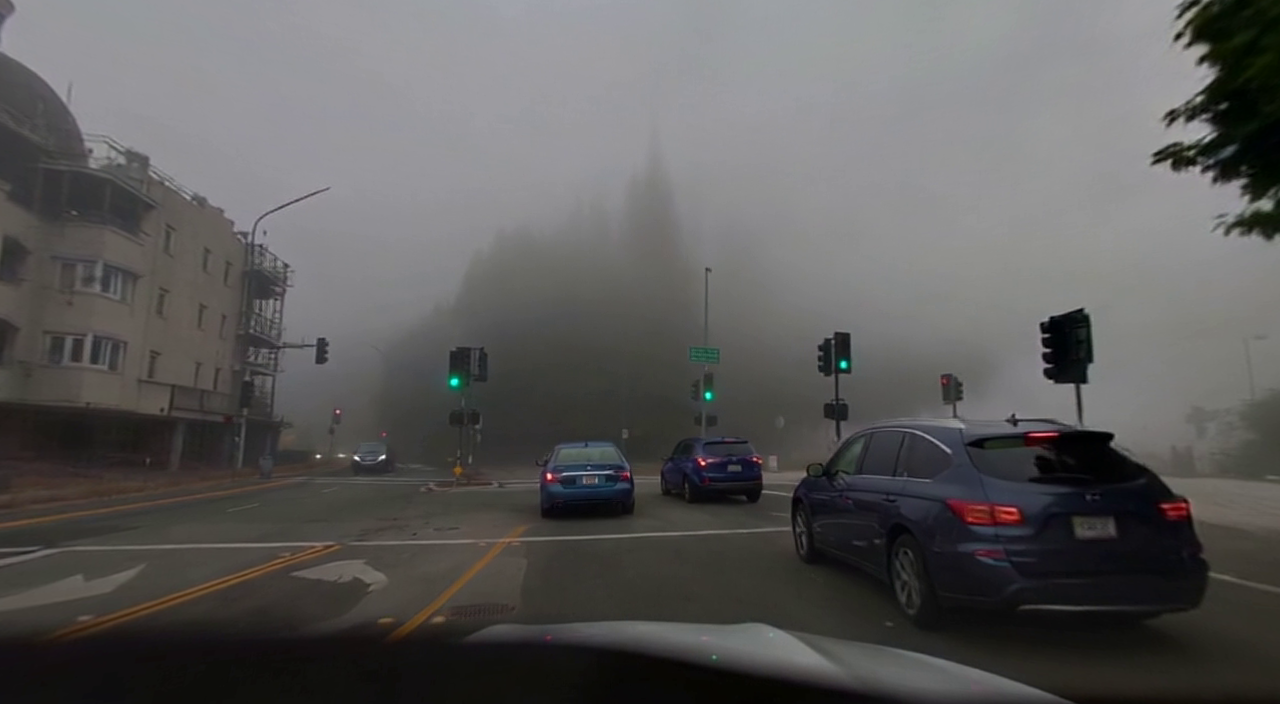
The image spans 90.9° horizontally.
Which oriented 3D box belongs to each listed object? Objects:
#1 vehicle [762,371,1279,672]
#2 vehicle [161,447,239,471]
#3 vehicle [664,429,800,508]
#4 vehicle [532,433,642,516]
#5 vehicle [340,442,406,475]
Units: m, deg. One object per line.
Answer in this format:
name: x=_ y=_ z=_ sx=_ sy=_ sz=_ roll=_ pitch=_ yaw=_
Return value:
vehicle: x=3.026 y=1.363 z=6.300 sx=2.320 sy=1.772 sz=4.872 roll=0 pitch=-9 yaw=-4
vehicle: x=-30.628 y=7.416 z=43.837 sx=4.653 sy=1.459 sz=2.228 roll=-3 pitch=-9 yaw=24
vehicle: x=2.141 y=2.901 z=16.201 sx=2.103 sy=1.710 sz=4.396 roll=1 pitch=-9 yaw=-11
vehicle: x=-1.376 y=2.771 z=14.736 sx=2.132 sy=1.632 sz=3.889 roll=1 pitch=-9 yaw=-11
vehicle: x=-14.836 y=5.930 z=35.353 sx=2.303 sy=1.692 sz=4.571 roll=1 pitch=-9 yaw=-9
